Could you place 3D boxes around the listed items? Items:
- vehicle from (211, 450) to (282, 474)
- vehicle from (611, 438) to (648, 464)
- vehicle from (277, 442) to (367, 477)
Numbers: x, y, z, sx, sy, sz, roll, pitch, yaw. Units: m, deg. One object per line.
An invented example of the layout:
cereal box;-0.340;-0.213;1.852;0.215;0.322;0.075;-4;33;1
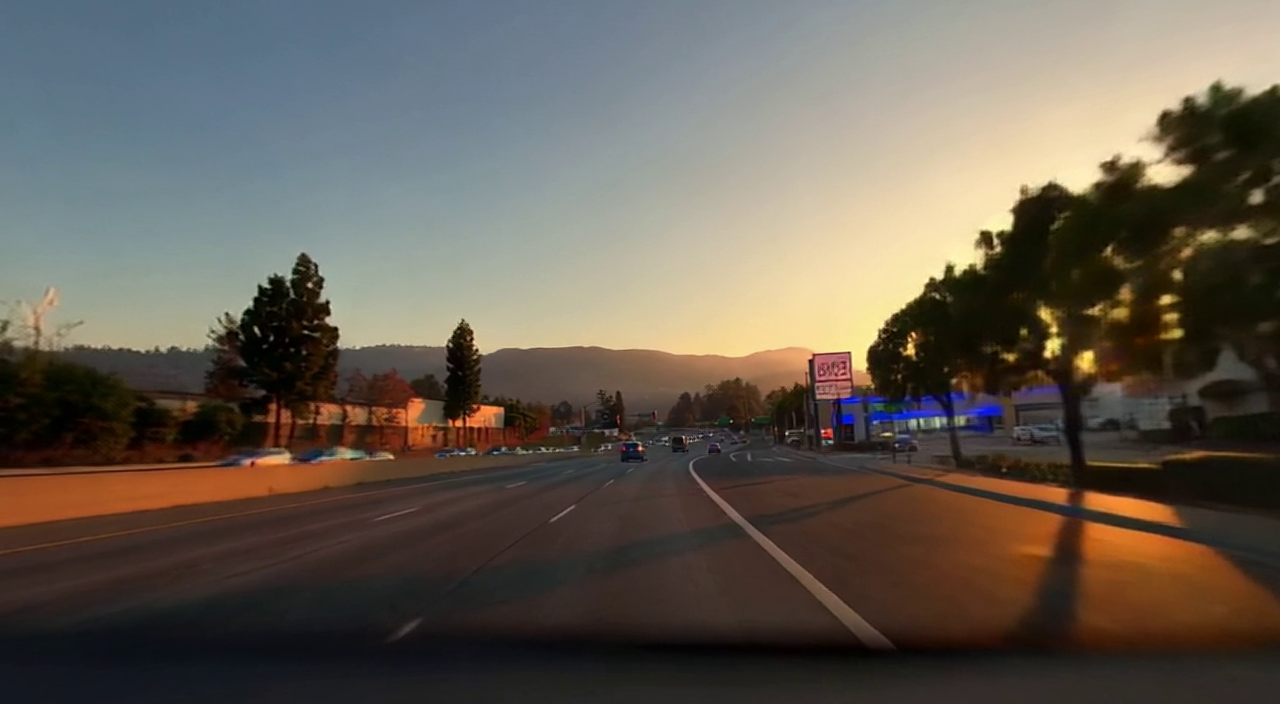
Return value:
vehicle;-27.245;7.629;43.935;1.831;1.510;4.299;-1;-9;6
vehicle;-0.710;7.197;46.092;2.139;1.782;4.079;-1;-9;7
vehicle;-17.379;5.856;34.810;2.072;1.753;4.796;-1;-9;6
